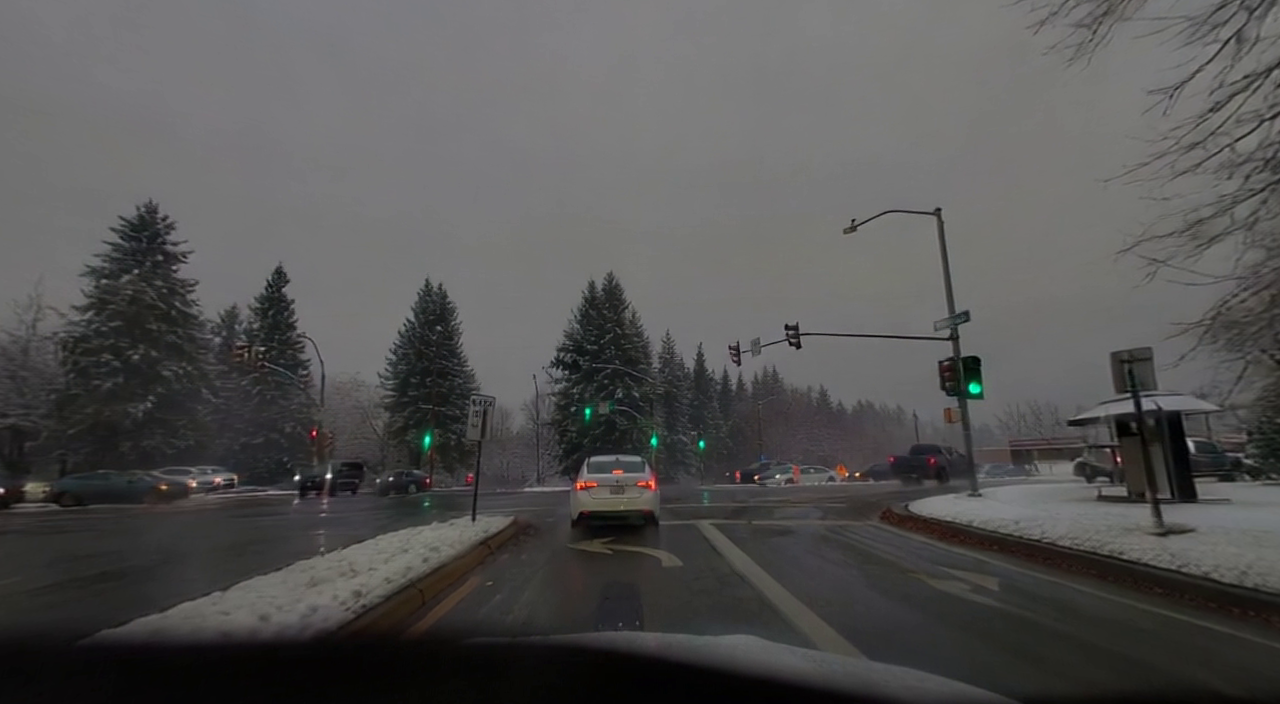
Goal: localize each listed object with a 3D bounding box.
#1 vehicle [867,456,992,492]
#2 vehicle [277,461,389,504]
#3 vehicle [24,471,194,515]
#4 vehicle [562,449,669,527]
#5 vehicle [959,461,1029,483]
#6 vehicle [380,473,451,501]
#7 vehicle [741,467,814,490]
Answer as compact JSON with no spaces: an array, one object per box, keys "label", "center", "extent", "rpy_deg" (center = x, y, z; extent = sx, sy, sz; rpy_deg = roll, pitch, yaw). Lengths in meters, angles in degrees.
[{"label":"vehicle","center":[12.952,5.414,28.341],"extent":[4.838,1.449,2.077],"rpy_deg":[2,-9,-15]},{"label":"vehicle","center":[-14.155,5.966,29.208],"extent":[4.355,1.789,2.175],"rpy_deg":[-3,-9,21]},{"label":"vehicle","center":[-20.080,5.342,24.126],"extent":[4.548,1.449,1.802],"rpy_deg":[2,-9,-14]},{"label":"vehicle","center":[-0.624,3.021,14.646],"extent":[2.112,1.479,4.264],"rpy_deg":[1,-9,-4]},{"label":"vehicle","center":[25.938,8.756,46.294],"extent":[4.358,1.471,1.875],"rpy_deg":[2,-9,-16]},{"label":"vehicle","center":[-14.435,8.676,40.778],"extent":[1.843,1.475,4.047],"rpy_deg":[-5,-10,30]},{"label":"vehicle","center":[9.004,8.279,41.553],"extent":[4.254,1.359,1.895],"rpy_deg":[2,-9,-16]}]
